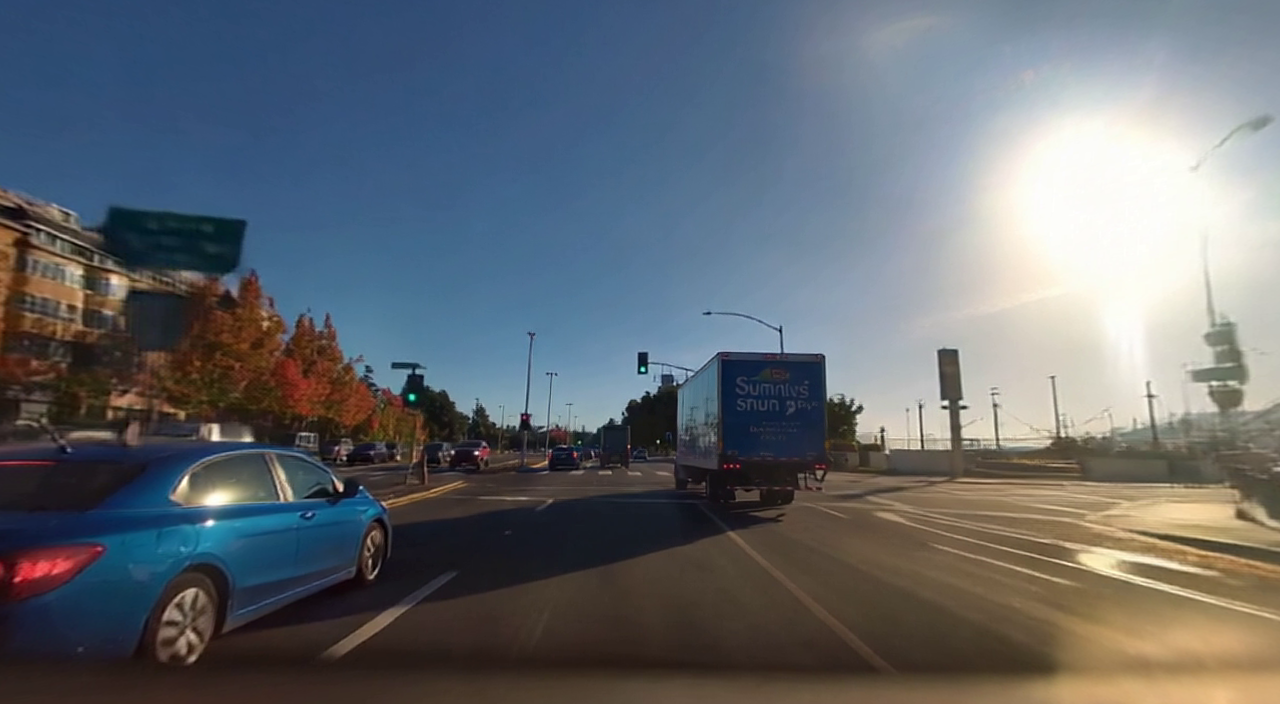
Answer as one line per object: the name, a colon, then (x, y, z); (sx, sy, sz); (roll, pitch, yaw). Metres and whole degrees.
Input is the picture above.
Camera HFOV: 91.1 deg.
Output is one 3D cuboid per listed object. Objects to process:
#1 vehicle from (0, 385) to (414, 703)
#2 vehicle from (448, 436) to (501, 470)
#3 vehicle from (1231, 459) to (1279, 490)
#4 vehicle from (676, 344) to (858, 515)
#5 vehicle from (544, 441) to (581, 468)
vehicle: (-3.243, 1.154, 4.076); (1.828, 1.515, 4.422); (0, -9, 1)
vehicle: (-9.701, 5.986, 37.259); (2.374, 1.863, 4.751); (1, -9, -7)
vehicle: (47.157, 9.033, 46.499); (5.091, 2.041, 2.327); (2, -9, -15)
vehicle: (2.970, 2.275, 17.758); (2.905, 3.644, 8.441); (0, -9, -3)
vehicle: (-5.415, 7.229, 44.511); (2.388, 1.811, 4.455); (1, -9, -4)
